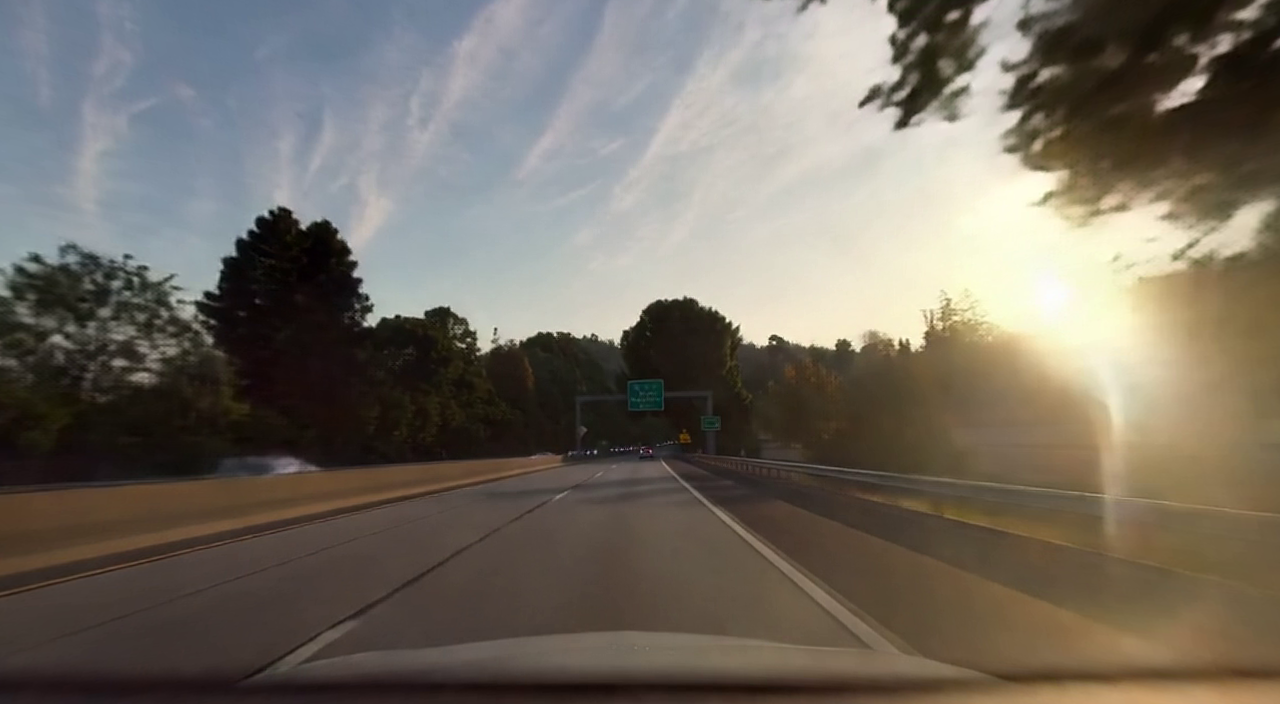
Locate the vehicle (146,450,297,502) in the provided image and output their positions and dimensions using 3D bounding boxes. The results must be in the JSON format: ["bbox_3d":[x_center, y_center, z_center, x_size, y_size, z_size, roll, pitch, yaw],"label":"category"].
[{"bbox_3d":[-13.345,3.936,20.517,1.866,1.474,4.402,0,-9,1],"label":"vehicle"}]
